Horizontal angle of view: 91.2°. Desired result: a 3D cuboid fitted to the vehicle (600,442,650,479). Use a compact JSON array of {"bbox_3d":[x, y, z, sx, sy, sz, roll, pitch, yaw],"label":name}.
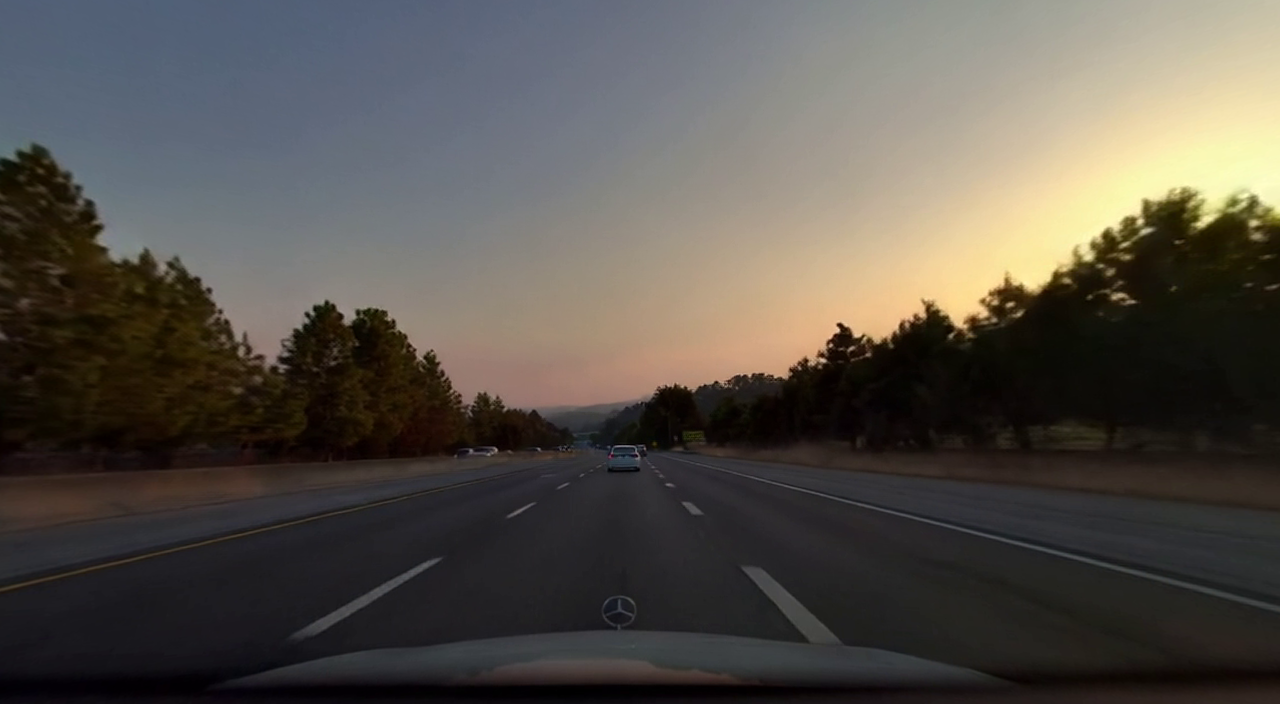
[{"bbox_3d":[-0.642,4.846,28.187,2.095,1.537,4.017,0,-9,-1],"label":"vehicle"}]
